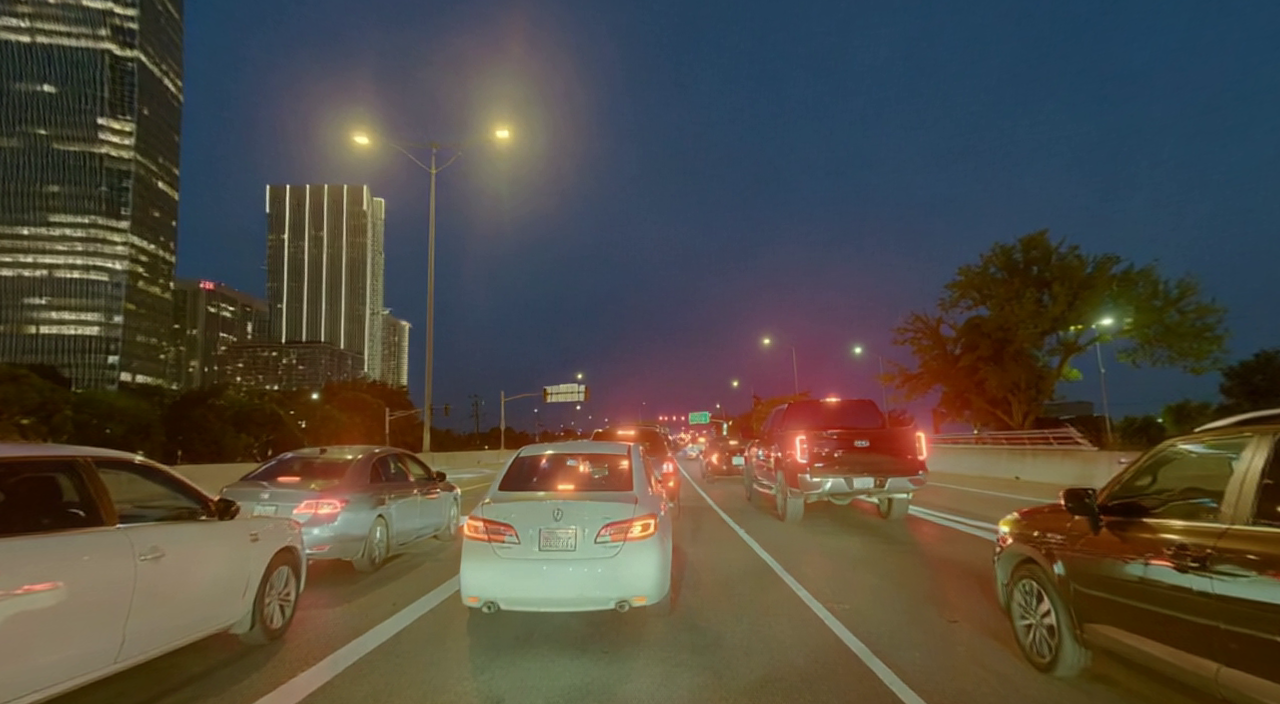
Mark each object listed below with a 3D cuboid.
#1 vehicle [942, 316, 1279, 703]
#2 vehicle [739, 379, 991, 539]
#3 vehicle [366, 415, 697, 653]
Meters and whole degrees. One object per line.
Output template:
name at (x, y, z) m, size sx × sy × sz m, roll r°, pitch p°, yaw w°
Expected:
vehicle at (3.156, 0.747, 2.064) m, size 2.024 × 1.723 × 4.714 m, roll 0°, pitch -9°, yaw 1°
vehicle at (3.546, 1.896, 11.627) m, size 2.497 × 2.186 × 5.890 m, roll 0°, pitch -9°, yaw 0°
vehicle at (-0.653, 1.508, 6.313) m, size 2.172 × 1.536 × 4.250 m, roll 0°, pitch -9°, yaw 2°
